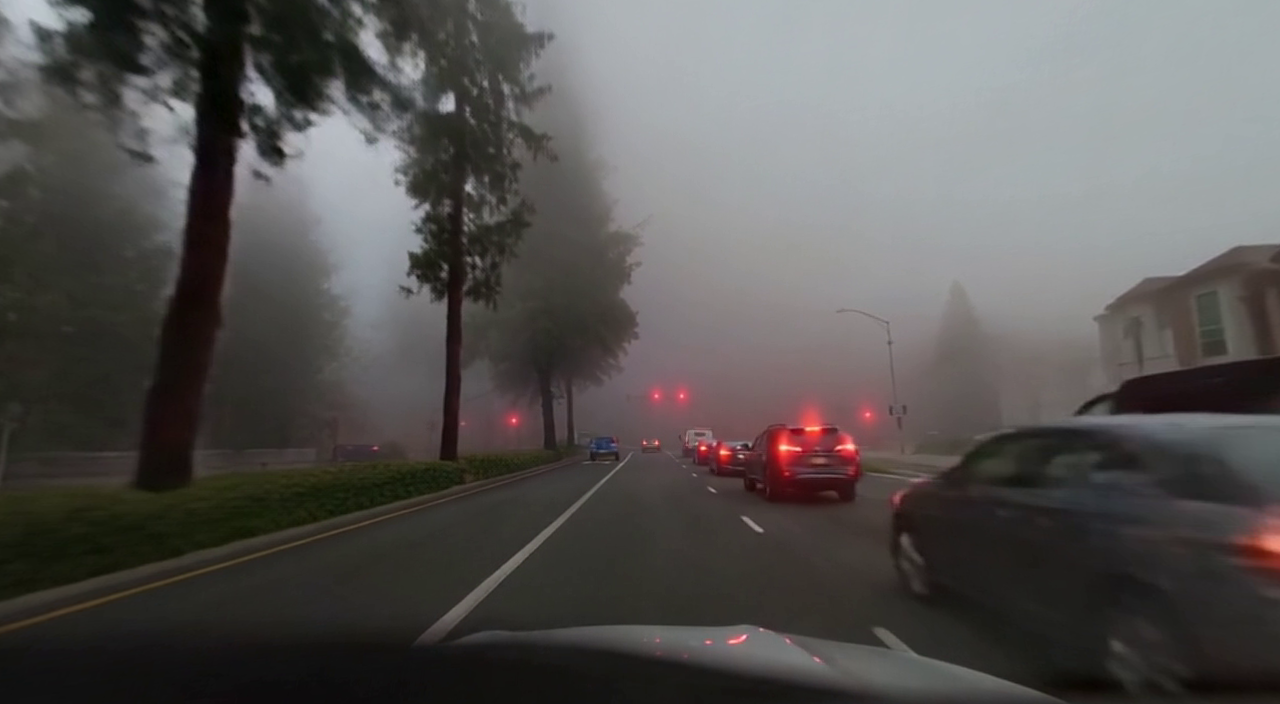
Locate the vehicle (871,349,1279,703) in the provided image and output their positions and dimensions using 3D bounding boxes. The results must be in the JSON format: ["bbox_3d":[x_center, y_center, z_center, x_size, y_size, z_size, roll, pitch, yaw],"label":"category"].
[{"bbox_3d":[3.124,1.032,3.951,1.945,1.563,3.735,0,-8,1],"label":"vehicle"}]

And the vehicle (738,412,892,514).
[{"bbox_3d":[3.438,2.285,13.410,1.985,1.772,4.479,0,-8,0],"label":"vehicle"}]

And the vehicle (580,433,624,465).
[{"bbox_3d":[-2.078,5.492,35.848,2.083,1.691,4.398,0,-8,2],"label":"vehicle"}]
